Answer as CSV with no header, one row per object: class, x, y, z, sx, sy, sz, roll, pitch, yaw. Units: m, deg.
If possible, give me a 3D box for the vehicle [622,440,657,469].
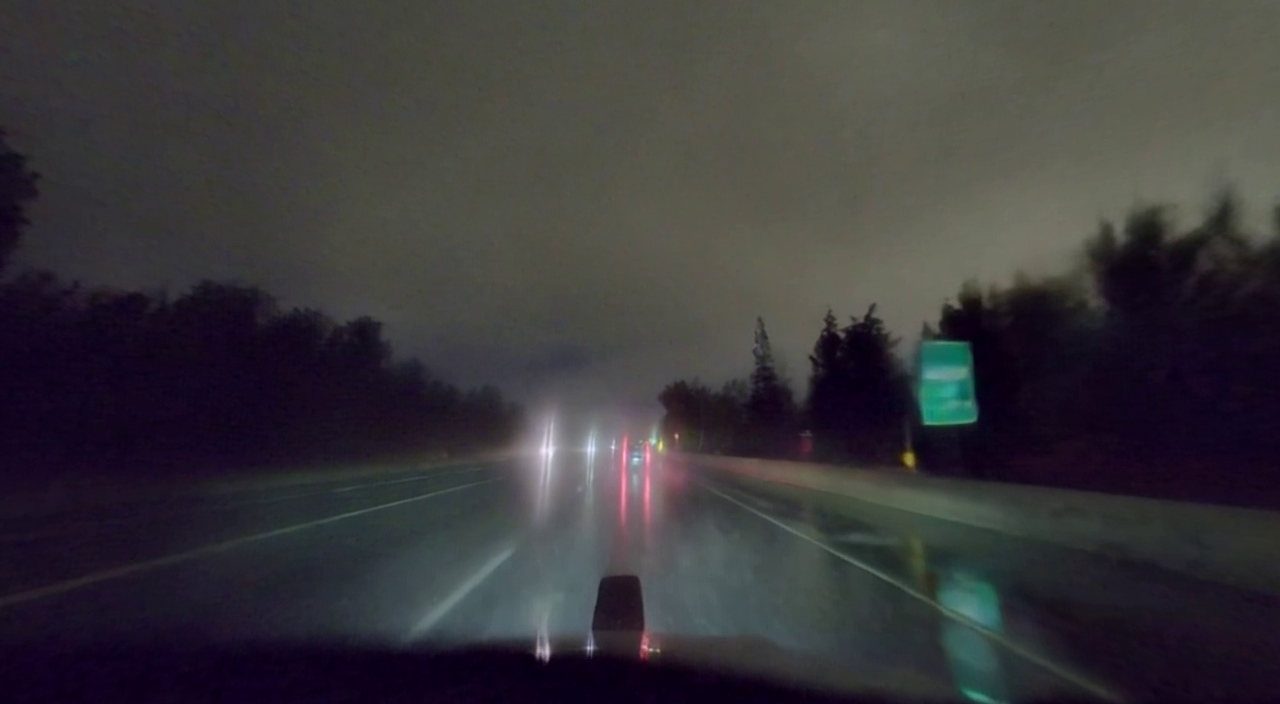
vehicle,-0.082,6.535,40.049,2.120,1.715,4.153,0,-9,-1
